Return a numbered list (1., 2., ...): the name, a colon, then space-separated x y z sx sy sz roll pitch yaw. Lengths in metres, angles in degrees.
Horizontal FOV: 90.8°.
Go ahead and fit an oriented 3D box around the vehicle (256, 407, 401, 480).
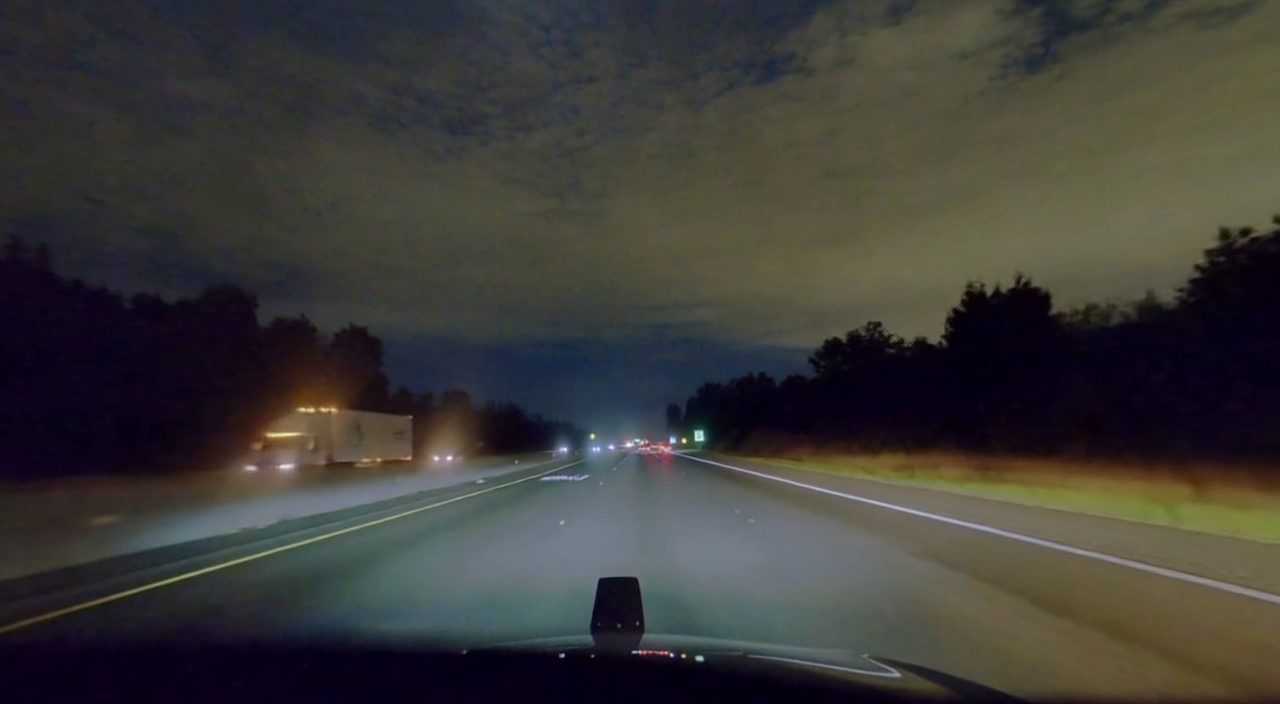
1. vehicle: -19.163 5.880 40.181 3.069 3.882 11.694 0 -9 1
